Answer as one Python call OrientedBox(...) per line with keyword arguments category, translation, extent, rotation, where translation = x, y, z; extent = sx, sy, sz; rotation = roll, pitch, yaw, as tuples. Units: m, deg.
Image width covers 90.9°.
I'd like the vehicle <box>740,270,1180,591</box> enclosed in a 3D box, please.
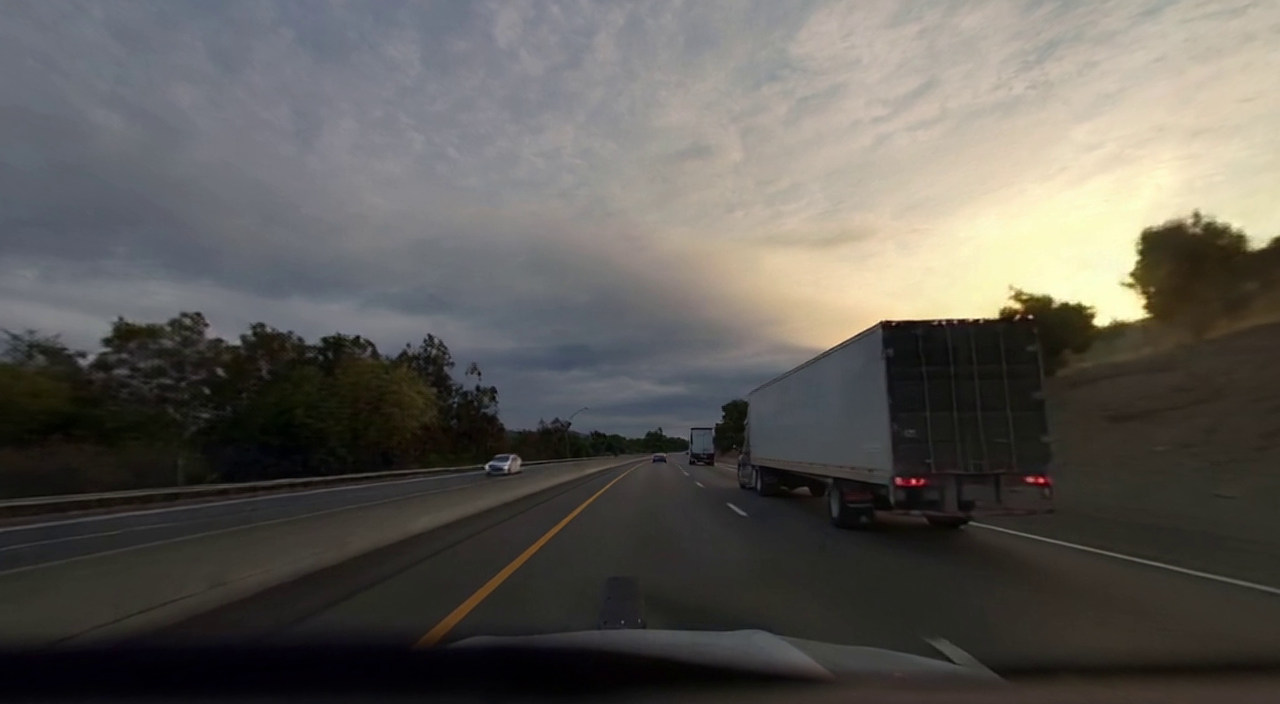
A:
OrientedBox(category="vehicle", translation=(4.404, 1.703, 12.816), extent=(2.866, 3.558, 11.674), rotation=(0, -9, 0))
